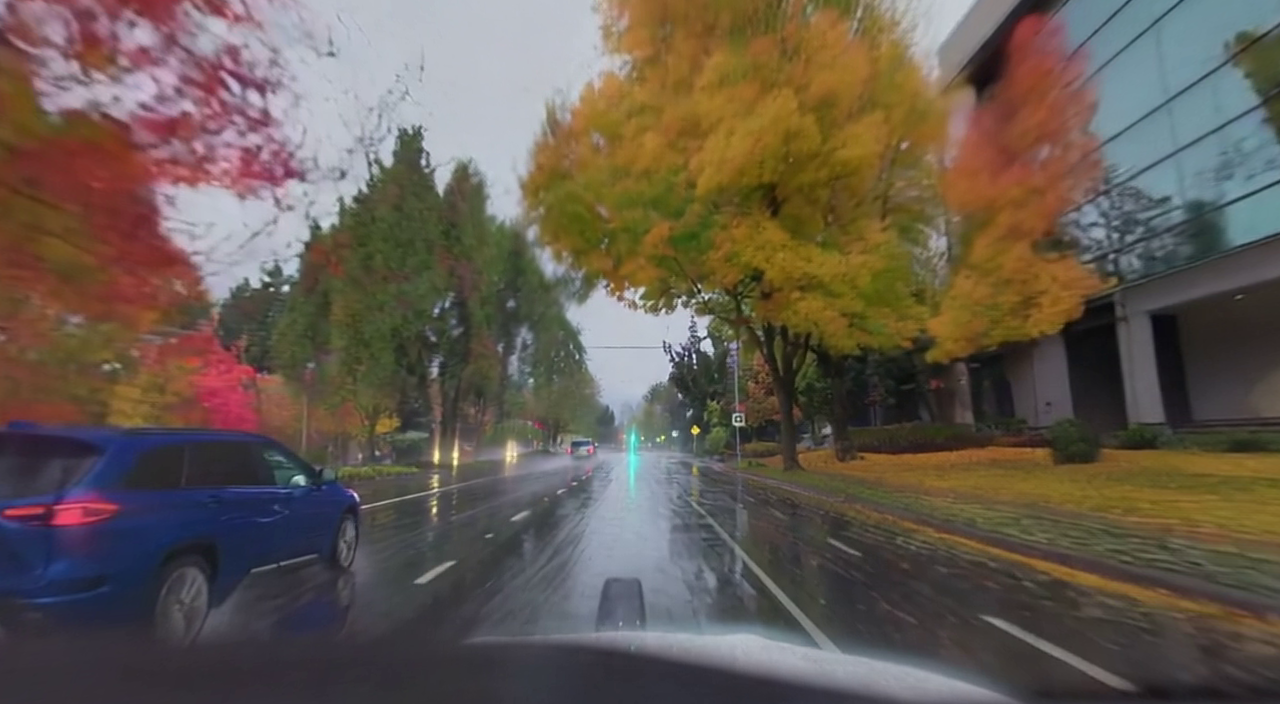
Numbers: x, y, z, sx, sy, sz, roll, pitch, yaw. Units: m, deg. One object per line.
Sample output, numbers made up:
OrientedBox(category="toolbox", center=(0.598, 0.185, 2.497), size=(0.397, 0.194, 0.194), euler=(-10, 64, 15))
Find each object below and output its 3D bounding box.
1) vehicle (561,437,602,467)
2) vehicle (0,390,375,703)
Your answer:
OrientedBox(category="vehicle", center=(-3.605, 6.250, 39.459), size=(2.112, 1.779, 4.489), euler=(0, -9, 0))
OrientedBox(category="vehicle", center=(-3.993, 1.235, 4.888), size=(1.923, 1.528, 4.309), euler=(0, -9, 1))
